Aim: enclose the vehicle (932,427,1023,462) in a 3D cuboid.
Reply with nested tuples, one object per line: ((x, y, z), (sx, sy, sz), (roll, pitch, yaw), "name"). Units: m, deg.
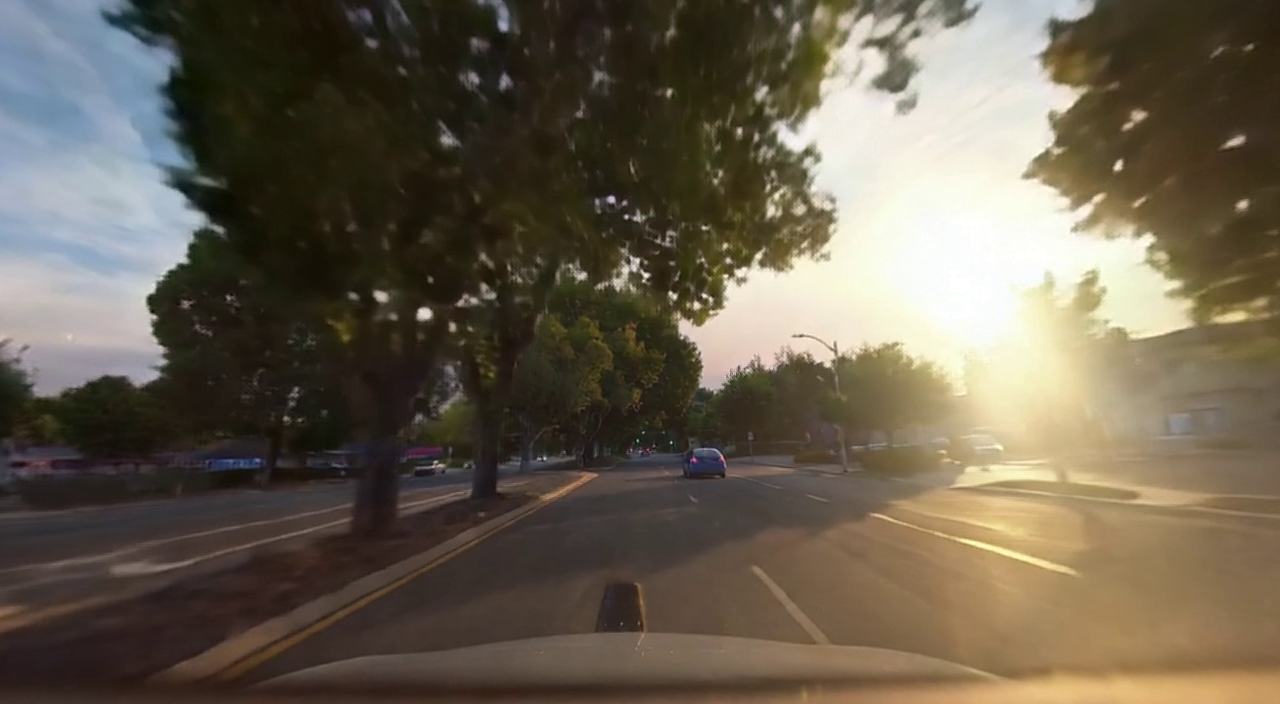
((19.970, 5.523, 37.823), (2.247, 1.917, 5.791), (0, -8, 0), "vehicle")

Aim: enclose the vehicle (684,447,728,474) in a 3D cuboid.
((3.599, 5.976, 34.975), (1.929, 1.411, 4.284), (0, -9, -1), "vehicle")
